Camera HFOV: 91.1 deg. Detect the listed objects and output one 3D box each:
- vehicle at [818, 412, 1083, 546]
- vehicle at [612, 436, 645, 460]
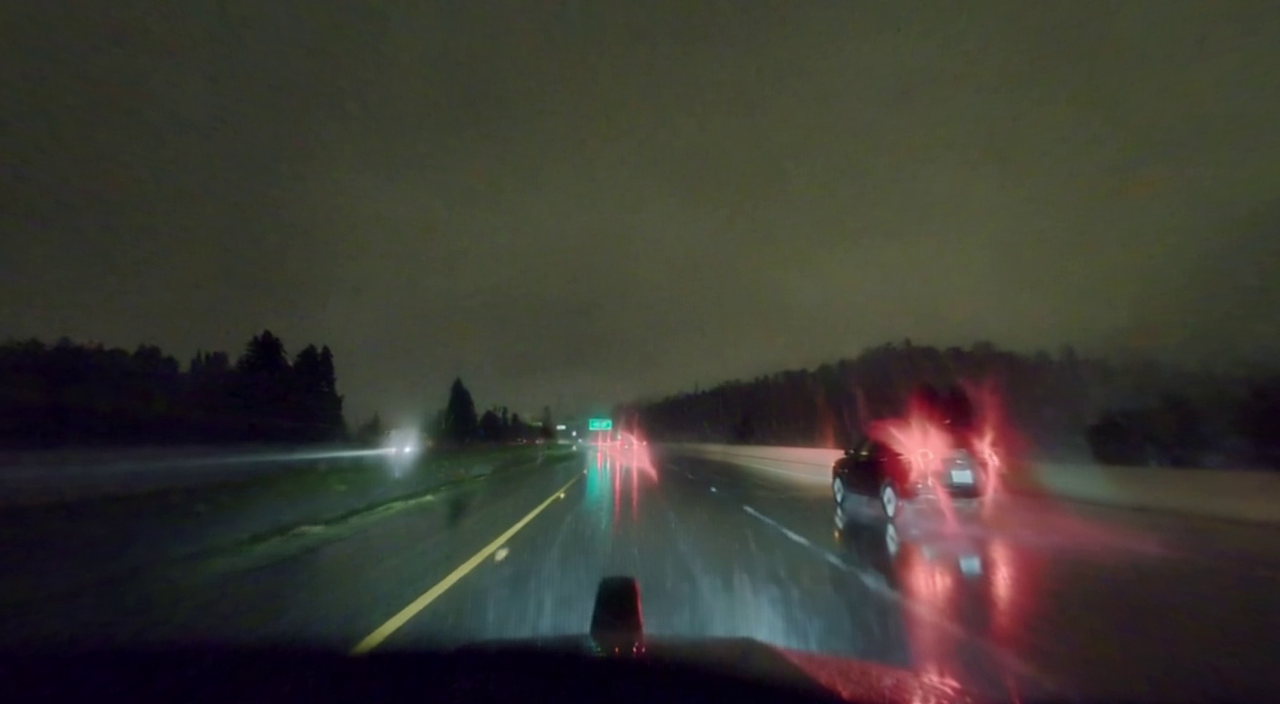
[{"bbox_3d":[4.069,1.700,9.044,1.852,1.513,3.652,0,-8,-2],"label":"vehicle"},{"bbox_3d":[-0.807,6.292,41.365,1.998,1.512,3.735,1,-8,-3],"label":"vehicle"}]
